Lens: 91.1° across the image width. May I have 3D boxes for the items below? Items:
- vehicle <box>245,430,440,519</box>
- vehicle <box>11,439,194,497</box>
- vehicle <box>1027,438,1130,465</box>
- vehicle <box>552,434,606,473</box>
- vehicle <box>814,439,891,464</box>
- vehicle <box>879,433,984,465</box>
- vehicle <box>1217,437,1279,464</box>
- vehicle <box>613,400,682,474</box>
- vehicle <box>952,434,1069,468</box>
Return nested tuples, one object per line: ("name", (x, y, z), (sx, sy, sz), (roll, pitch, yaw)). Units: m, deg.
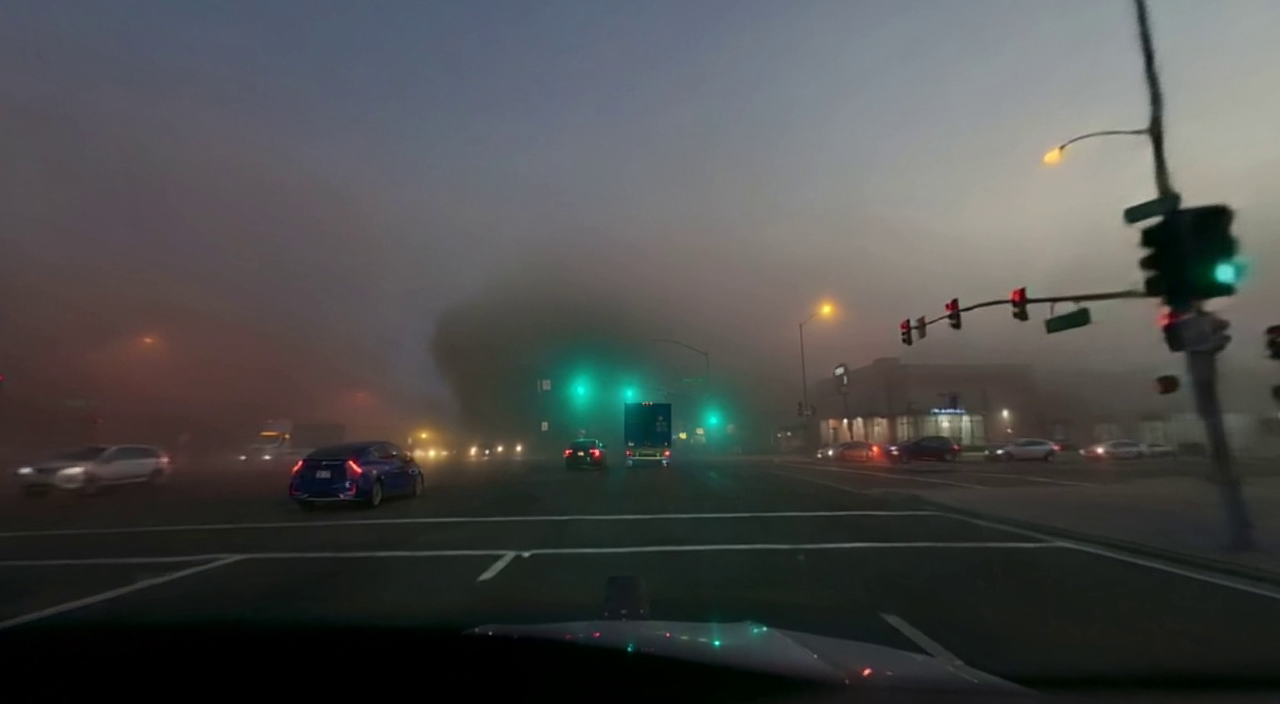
("vehicle", (-6.305, 2.633, 14.090), (2.045, 1.630, 4.680), (0, -9, 0))
("vehicle", (-18.360, 3.940, 21.872), (2.029, 1.765, 4.865), (0, -9, 0))
("vehicle", (25.335, 5.743, 36.365), (4.506, 1.484, 1.928), (0, -9, 0))
("vehicle", (-2.982, 5.126, 31.896), (2.178, 1.826, 4.933), (0, -9, 1))
("vehicle", (14.588, 6.885, 43.304), (4.568, 1.485, 1.936), (-2, -11, 0))
("vehicle", (16.890, 5.638, 36.547), (5.039, 1.744, 2.043), (0, -9, 0))
("vehicle", (36.385, 5.667, 36.123), (4.337, 1.487, 1.949), (0, -9, 1))
("vehicle", (0.365, 4.201, 30.757), (2.993, 3.235, 6.692), (0, -9, 0))
("vehicle", (19.421, 5.234, 33.101), (4.831, 1.529, 1.966), (-3, -10, 0))
